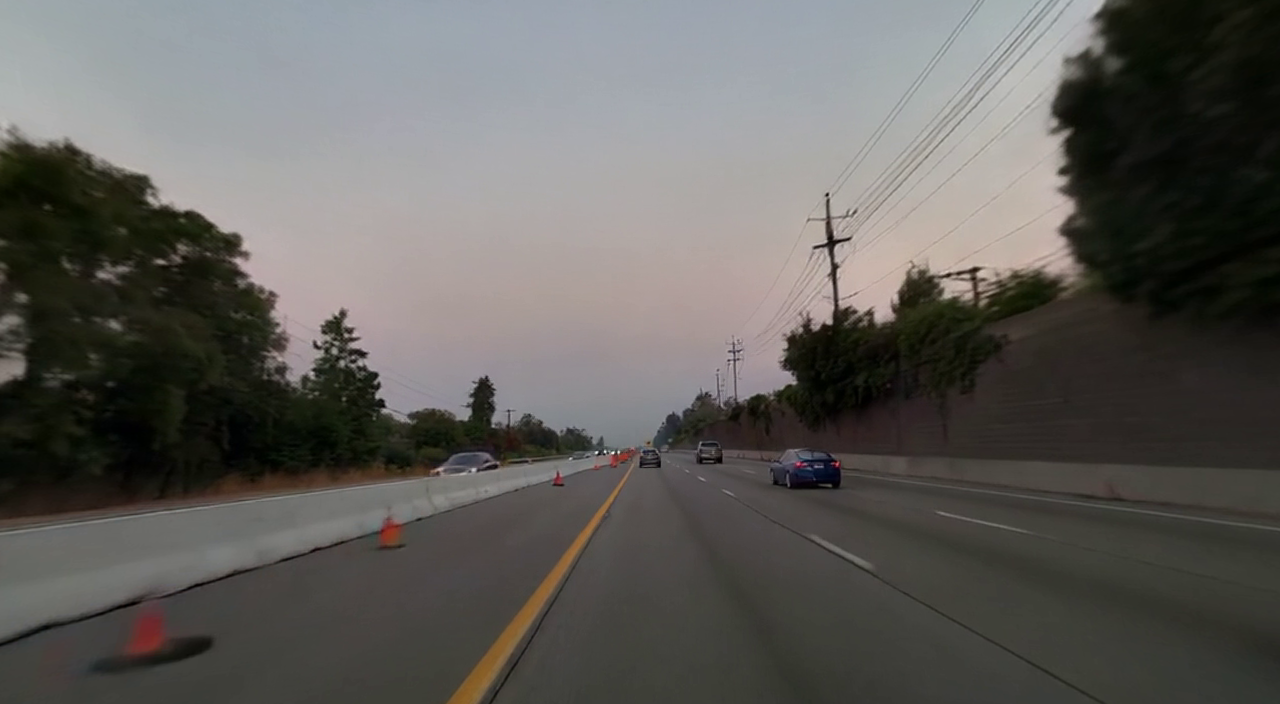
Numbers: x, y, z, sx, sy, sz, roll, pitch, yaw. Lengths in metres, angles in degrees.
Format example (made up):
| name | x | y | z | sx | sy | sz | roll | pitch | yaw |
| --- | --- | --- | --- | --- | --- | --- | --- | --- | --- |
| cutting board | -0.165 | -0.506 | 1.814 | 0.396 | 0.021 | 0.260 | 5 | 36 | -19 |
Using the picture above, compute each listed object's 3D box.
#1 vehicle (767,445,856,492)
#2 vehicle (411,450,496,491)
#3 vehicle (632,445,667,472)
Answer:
| name | x | y | z | sx | sy | sz | roll | pitch | yaw |
| --- | --- | --- | --- | --- | --- | --- | --- | --- | --- |
| vehicle | 5.683 | 3.874 | 21.421 | 1.881 | 1.409 | 4.016 | 0 | -8 | 0 |
| vehicle | -7.435 | 4.739 | 25.677 | 1.929 | 1.470 | 4.649 | -1 | -8 | 2 |
| vehicle | 0.616 | 6.700 | 40.049 | 2.096 | 1.583 | 4.150 | 0 | -8 | 1 |
